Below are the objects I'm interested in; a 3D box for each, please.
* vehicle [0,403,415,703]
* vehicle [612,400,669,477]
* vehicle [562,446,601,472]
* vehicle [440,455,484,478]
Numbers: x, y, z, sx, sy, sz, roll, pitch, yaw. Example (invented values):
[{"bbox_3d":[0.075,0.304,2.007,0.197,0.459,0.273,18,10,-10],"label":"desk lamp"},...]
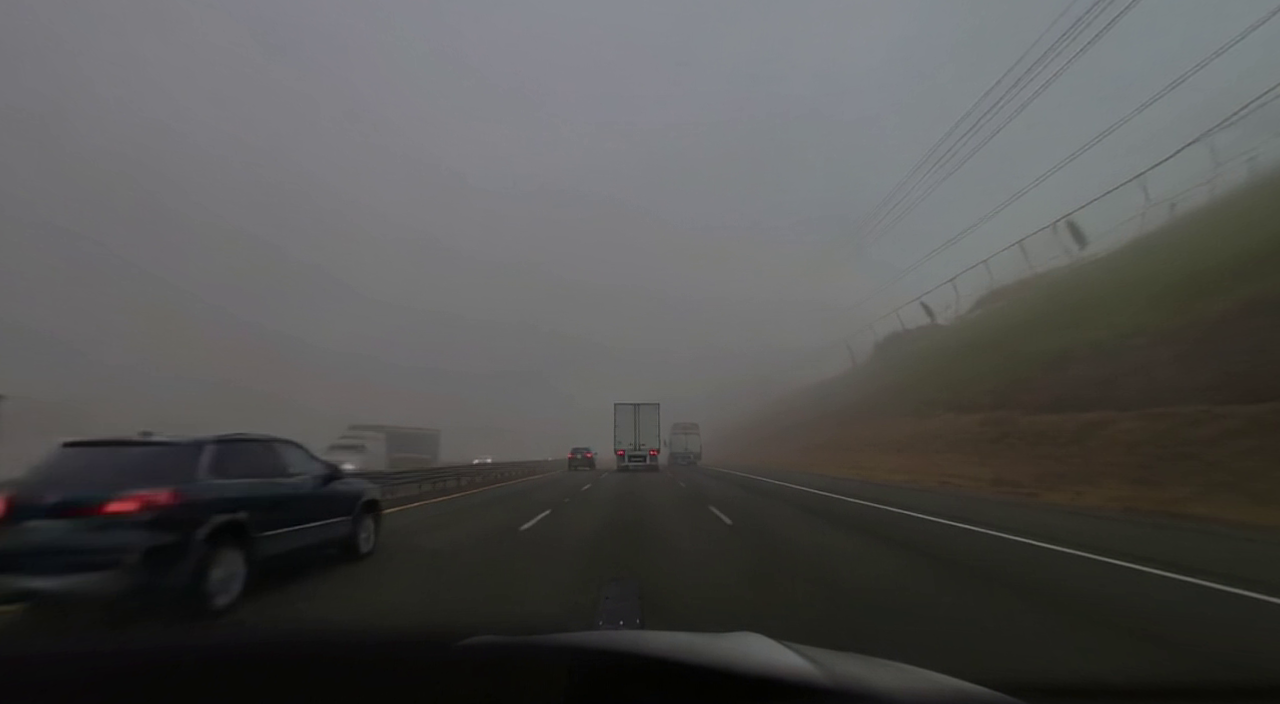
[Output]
[{"bbox_3d":[-3.603,1.314,4.668,2.128,1.533,4.694,0,-9,0],"label":"vehicle"},{"bbox_3d":[0.104,5.428,38.986,2.985,4.025,10.982,0,-9,1],"label":"vehicle"},{"bbox_3d":[-3.931,7.285,43.019,2.170,1.657,4.573,0,-9,1],"label":"vehicle"},{"bbox_3d":[-11.967,7.713,42.683,1.766,1.423,4.036,0,-9,1],"label":"vehicle"}]
